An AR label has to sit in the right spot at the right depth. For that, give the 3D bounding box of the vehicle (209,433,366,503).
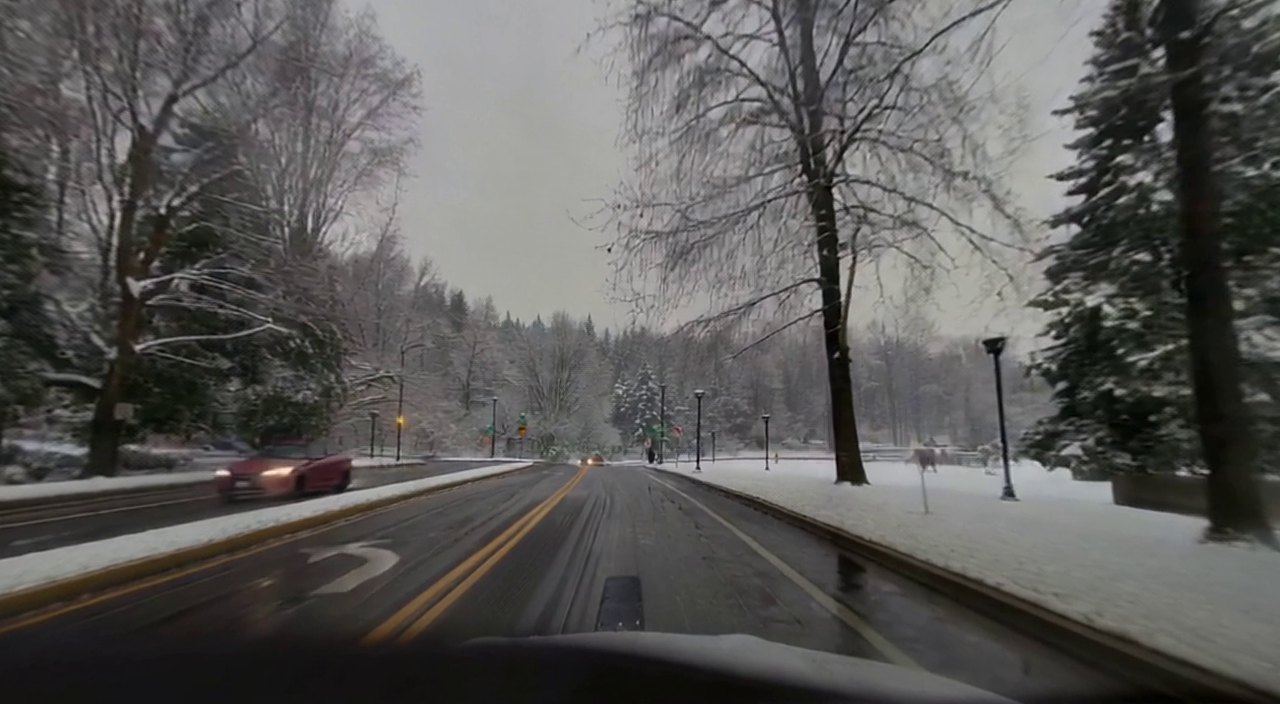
[{"bbox_3d":[-9.021,2.979,16.649,2.008,1.565,4.182,0,-9,-5],"label":"vehicle"}]
